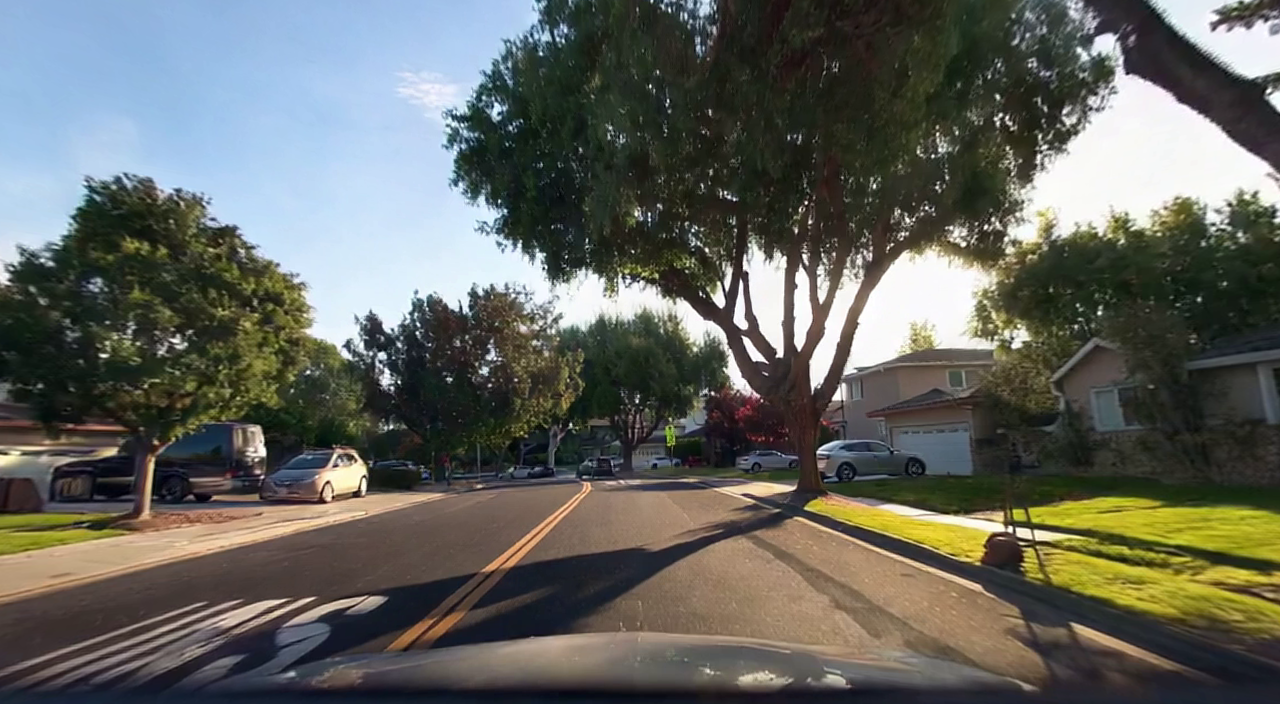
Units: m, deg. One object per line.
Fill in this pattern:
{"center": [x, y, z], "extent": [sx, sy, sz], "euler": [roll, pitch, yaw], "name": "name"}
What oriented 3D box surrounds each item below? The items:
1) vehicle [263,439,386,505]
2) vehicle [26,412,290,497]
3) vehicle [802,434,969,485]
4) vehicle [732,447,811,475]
{"center": [-10.249, 3.888, 21.041], "extent": [2.073, 1.899, 4.869], "euler": [0, -8, -7], "name": "vehicle"}
{"center": [-14.121, 3.060, 19.053], "extent": [5.662, 2.292, 2.422], "euler": [2, -10, -14], "name": "vehicle"}
{"center": [9.308, 4.032, 24.050], "extent": [5.751, 1.733, 2.138], "euler": [2, -9, -17], "name": "vehicle"}
{"center": [8.141, 6.737, 39.152], "extent": [4.284, 1.522, 1.893], "euler": [1, -8, -18], "name": "vehicle"}
